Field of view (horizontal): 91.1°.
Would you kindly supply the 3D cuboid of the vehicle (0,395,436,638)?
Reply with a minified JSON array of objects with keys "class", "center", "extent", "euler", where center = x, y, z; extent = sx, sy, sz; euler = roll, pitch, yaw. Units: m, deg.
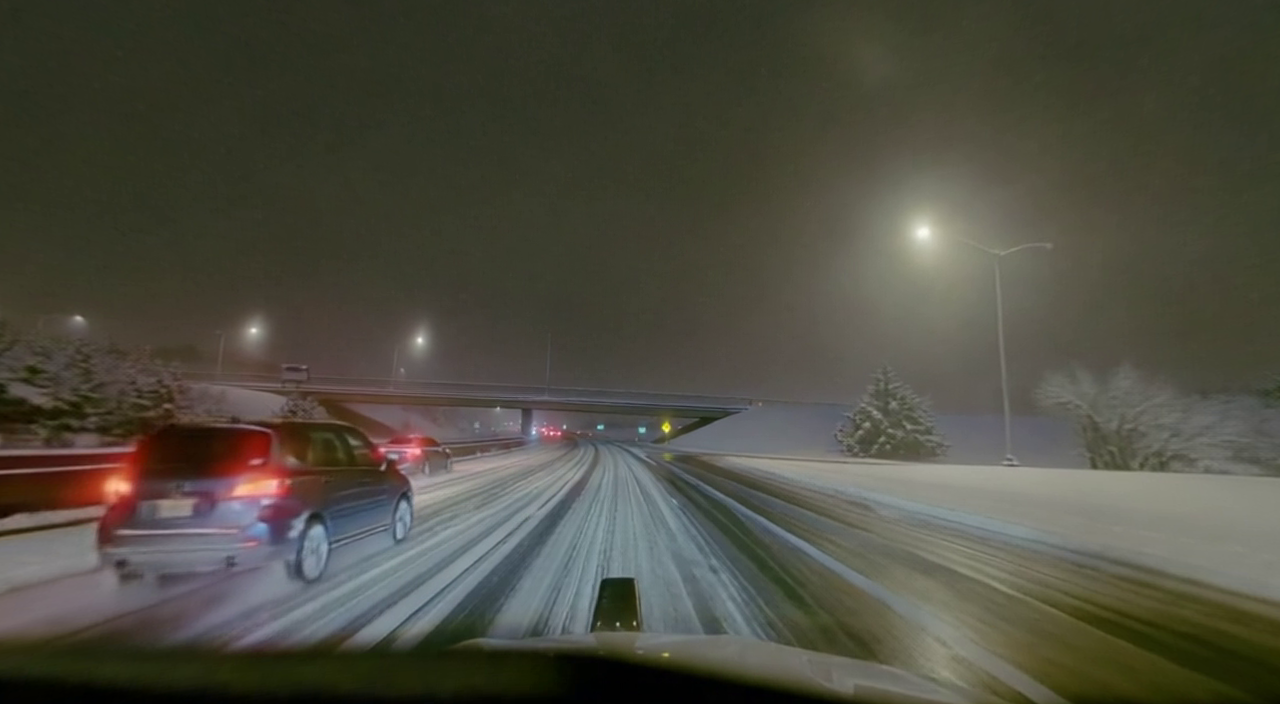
[{"class":"vehicle","center":[-4.014,1.421,6.668],"extent":[2.123,1.601,4.887],"euler":[0,-8,-1]}]
